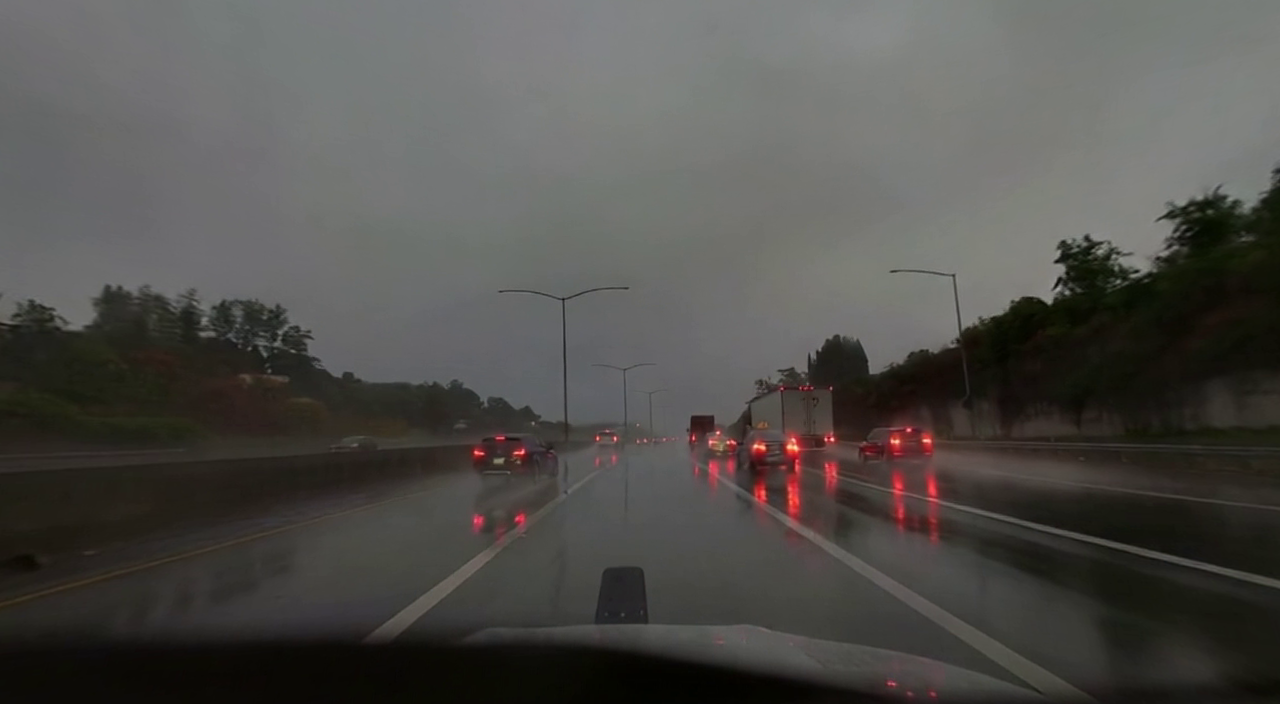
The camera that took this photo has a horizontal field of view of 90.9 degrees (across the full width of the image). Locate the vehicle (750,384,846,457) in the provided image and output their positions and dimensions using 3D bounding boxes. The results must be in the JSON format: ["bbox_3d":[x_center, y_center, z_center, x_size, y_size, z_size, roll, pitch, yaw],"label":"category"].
[{"bbox_3d":[9.377,4.546,39.606,3.007,3.725,13.835,-1,-8,2],"label":"vehicle"}]

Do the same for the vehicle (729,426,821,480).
[{"bbox_3d":[4.111,3.167,20.030,1.933,1.503,4.520,-1,-8,0],"label":"vehicle"}]

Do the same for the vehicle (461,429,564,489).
[{"bbox_3d":[-3.447,2.985,17.939,1.914,1.476,4.416,-1,-8,2],"label":"vehicle"}]

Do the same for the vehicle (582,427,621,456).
[{"bbox_3d":[-2.432,5.786,40.806,2.006,1.741,4.277,-1,-8,3],"label":"vehicle"}]

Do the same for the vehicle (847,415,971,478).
[{"bbox_3d":[8.447,3.039,20.353,2.072,1.761,4.461,-1,-8,1],"label":"vehicle"}]

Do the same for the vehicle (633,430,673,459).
[{"bbox_3d":[0.706,5.045,34.326,2.040,1.461,3.984,-1,-8,1],"label":"vehicle"}]
